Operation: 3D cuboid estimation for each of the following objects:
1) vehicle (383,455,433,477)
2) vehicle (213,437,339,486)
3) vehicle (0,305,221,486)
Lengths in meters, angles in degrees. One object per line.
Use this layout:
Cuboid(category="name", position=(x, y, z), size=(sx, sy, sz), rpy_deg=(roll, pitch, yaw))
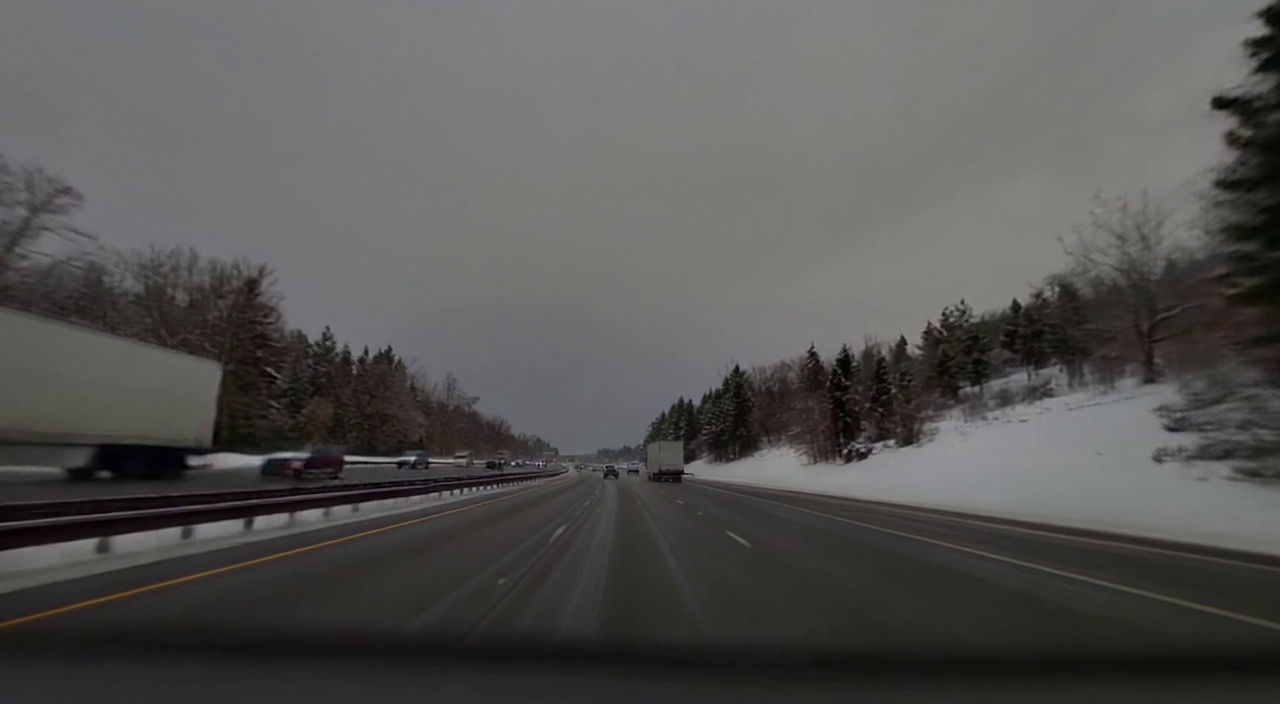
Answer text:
Cuboid(category="vehicle", position=(-16.647, 8.246, 45.461), size=(1.914, 1.484, 4.634), rpy_deg=(1, -11, -2))
Cuboid(category="vehicle", position=(-11.874, 3.659, 20.910), size=(1.850, 1.440, 3.928), rpy_deg=(1, -11, -1))
Cuboid(category="vehicle", position=(-15.920, 1.036, 14.611), size=(2.843, 4.003, 14.134), rpy_deg=(1, -11, -1))
